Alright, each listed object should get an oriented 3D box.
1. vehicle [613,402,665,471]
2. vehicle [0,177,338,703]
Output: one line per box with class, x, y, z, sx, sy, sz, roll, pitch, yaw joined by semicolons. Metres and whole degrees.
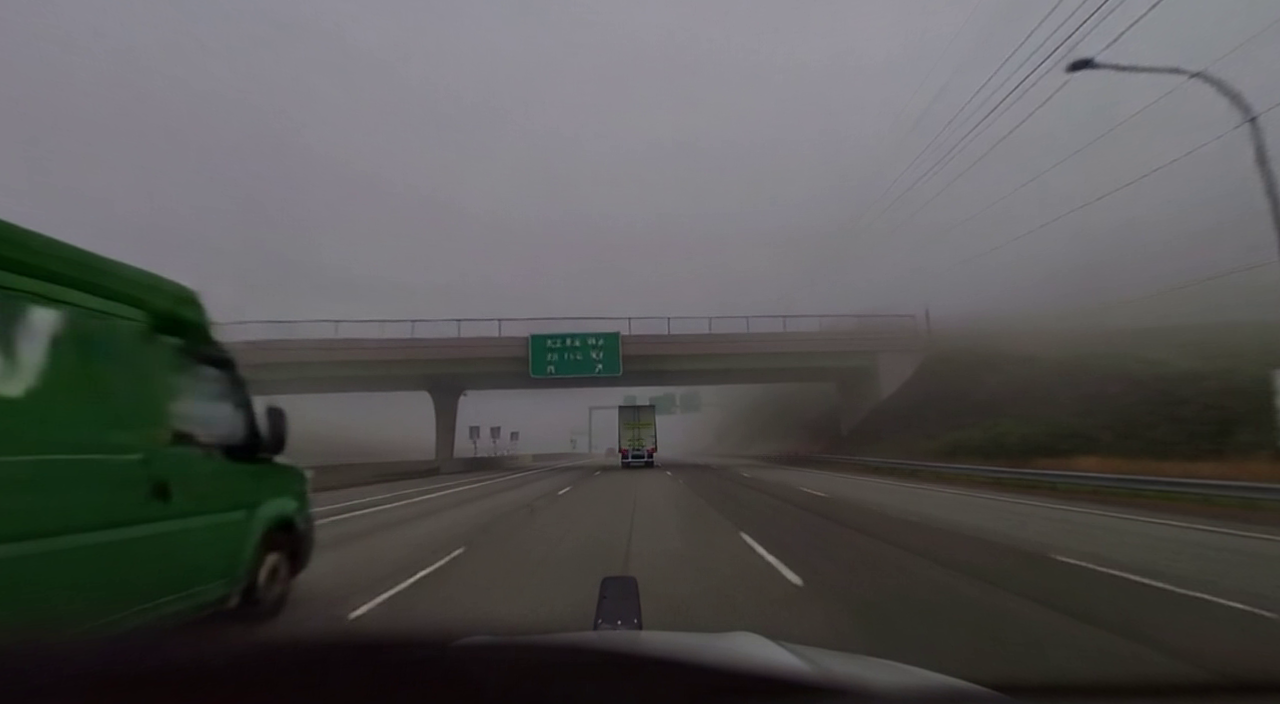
vehicle;-0.165;5.900;43.031;3.025;4.002;12.709;0;-9;-1
vehicle;-3.608;0.519;2.178;2.404;2.371;5.310;0;-9;0
